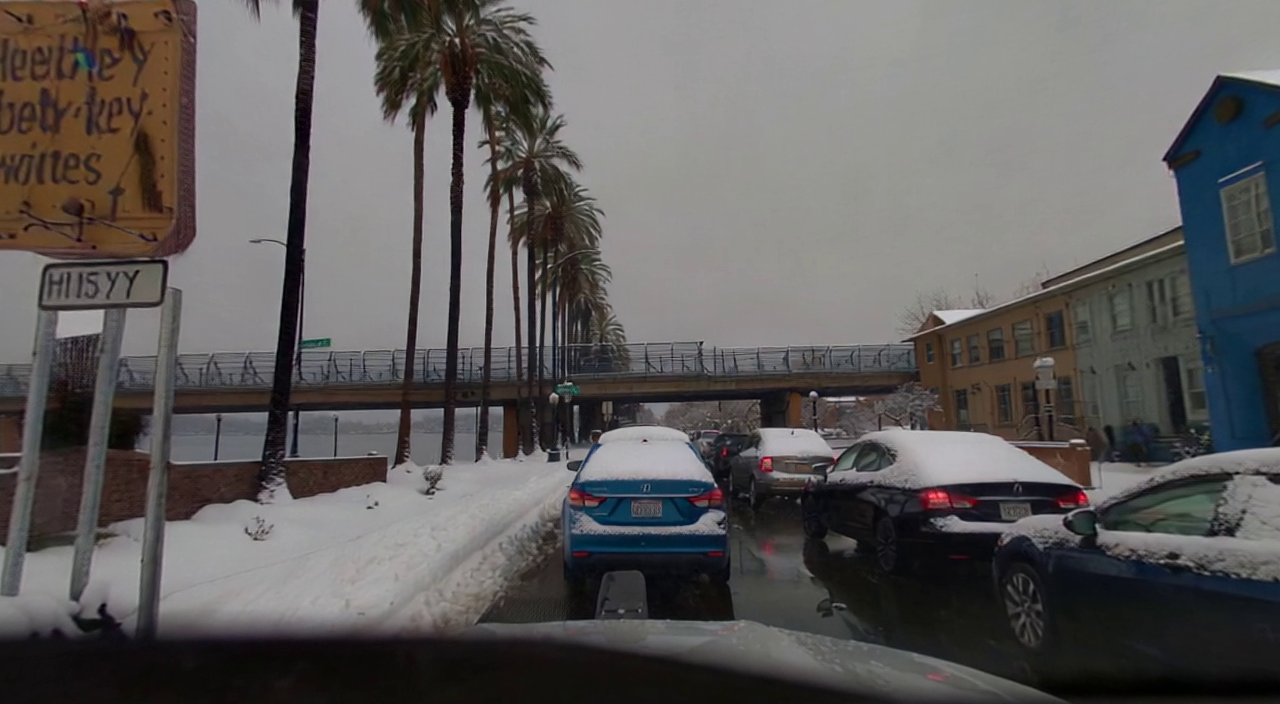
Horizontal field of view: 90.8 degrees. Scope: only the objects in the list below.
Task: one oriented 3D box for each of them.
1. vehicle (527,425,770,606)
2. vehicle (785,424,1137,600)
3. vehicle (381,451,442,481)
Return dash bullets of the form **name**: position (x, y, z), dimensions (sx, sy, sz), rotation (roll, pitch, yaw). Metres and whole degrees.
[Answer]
- **vehicle**: position (0.065, 1.664, 7.252), dimensions (2.048, 1.503, 3.681), rotation (0, -9, 0)
- **vehicle**: position (3.281, 1.714, 7.712), dimensions (1.920, 1.490, 4.417), rotation (0, -9, -1)
- **vehicle**: position (-14.947, 7.478, 41.695), dimensions (2.104, 1.802, 4.852), rotation (0, -9, 1)
